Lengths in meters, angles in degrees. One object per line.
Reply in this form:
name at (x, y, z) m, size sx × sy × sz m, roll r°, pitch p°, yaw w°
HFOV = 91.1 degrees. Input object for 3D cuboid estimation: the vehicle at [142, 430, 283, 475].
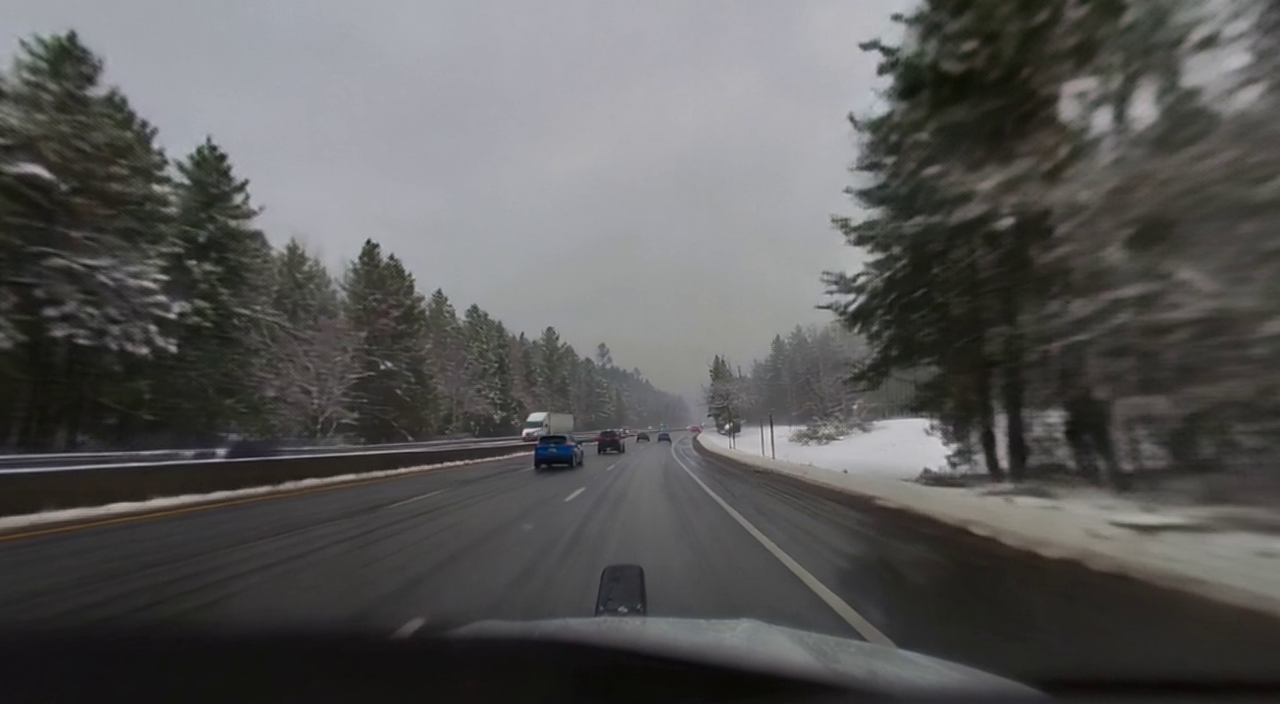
vehicle at (-16.325, 3.888, 24.397) m, size 1.991 × 1.460 × 4.953 m, roll -3°, pitch -8°, yaw 1°

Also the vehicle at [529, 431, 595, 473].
vehicle at (-3.143, 4.150, 26.313) m, size 2.053 × 1.589 × 4.671 m, roll 0°, pitch -8°, yaw 2°
